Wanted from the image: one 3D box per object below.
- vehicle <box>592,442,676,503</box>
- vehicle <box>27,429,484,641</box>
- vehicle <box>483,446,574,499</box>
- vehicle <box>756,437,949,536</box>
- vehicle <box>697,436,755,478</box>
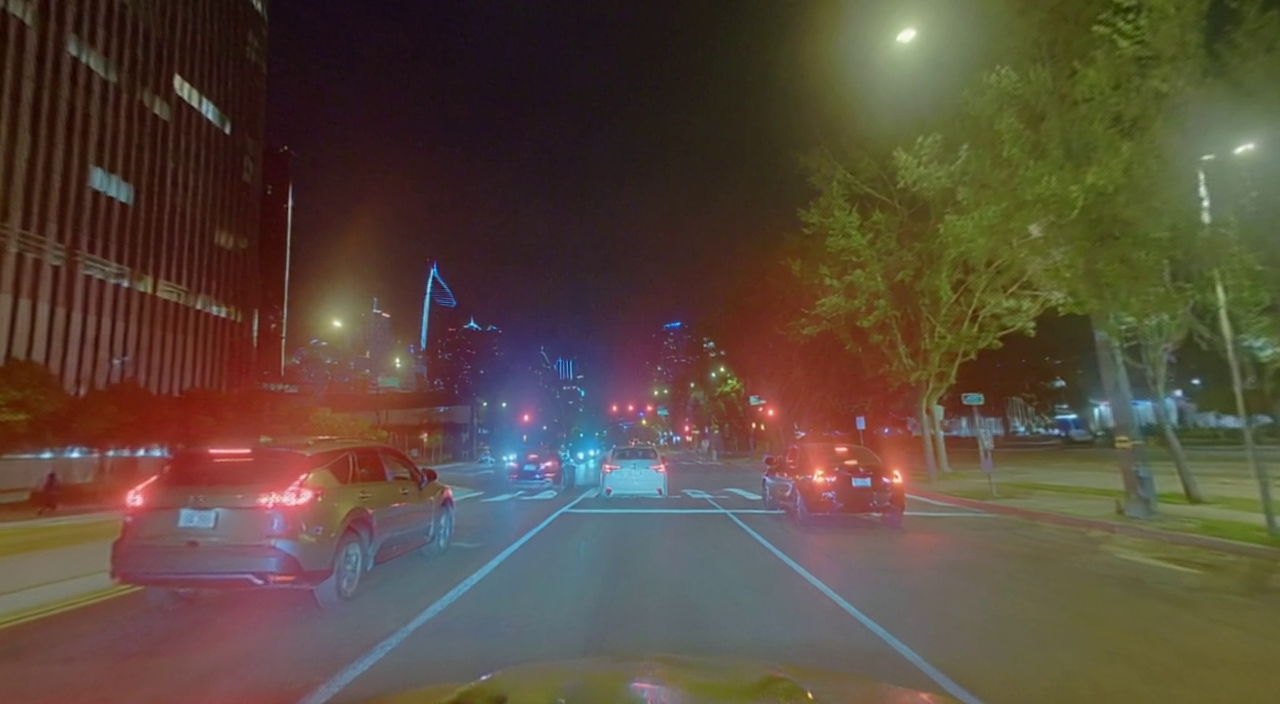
[{"bbox_3d":[-0.190,3.306,17.760,2.101,1.480,3.929,0,-8,-1],"label":"vehicle"},{"bbox_3d":[-3.294,1.633,6.733,2.038,1.481,4.379,0,-8,1],"label":"vehicle"},{"bbox_3d":[-3.354,3.686,19.804,2.002,1.465,4.098,0,-8,2],"label":"vehicle"},{"bbox_3d":[3.681,2.397,11.943,1.990,1.486,4.431,0,-8,-2],"label":"vehicle"},{"bbox_3d":[4.244,5.285,32.038,2.142,1.957,5.443,0,-8,0],"label":"vehicle"}]
